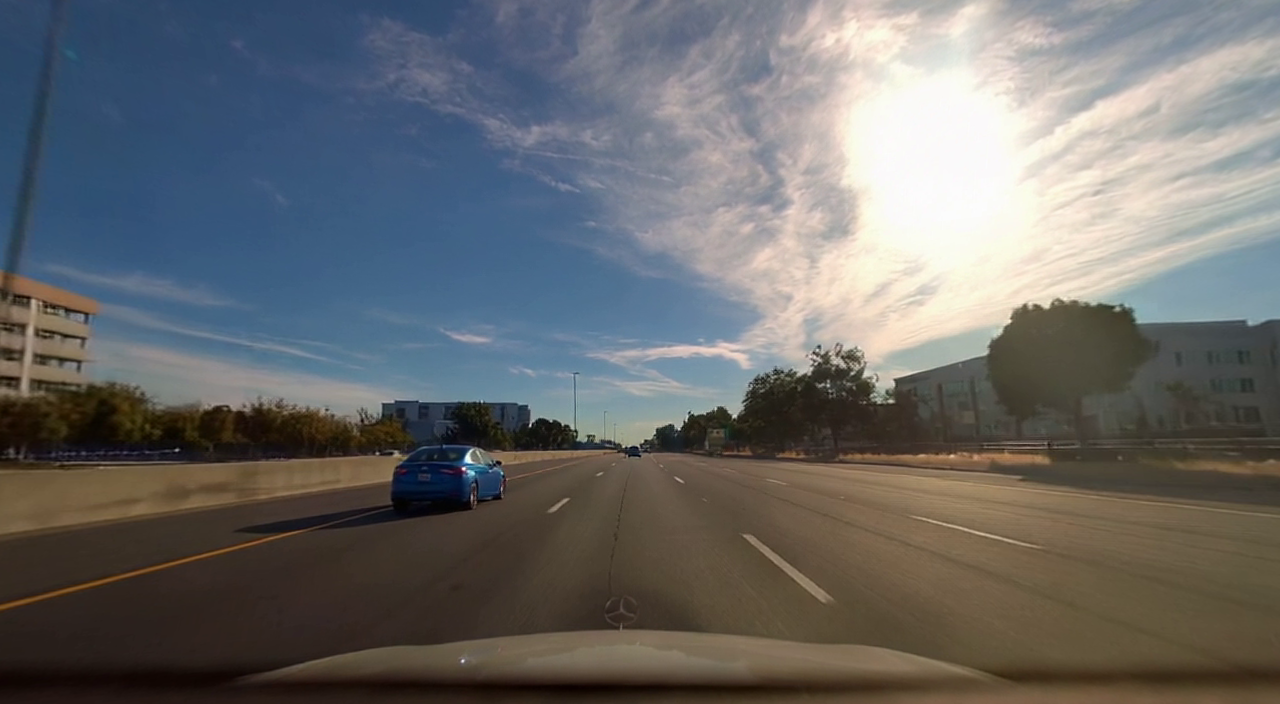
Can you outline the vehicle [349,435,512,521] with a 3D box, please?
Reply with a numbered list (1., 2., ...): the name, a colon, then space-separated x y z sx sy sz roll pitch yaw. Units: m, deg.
1. vehicle: -4.133 2.545 13.347 1.900 1.492 4.495 0 -9 0
